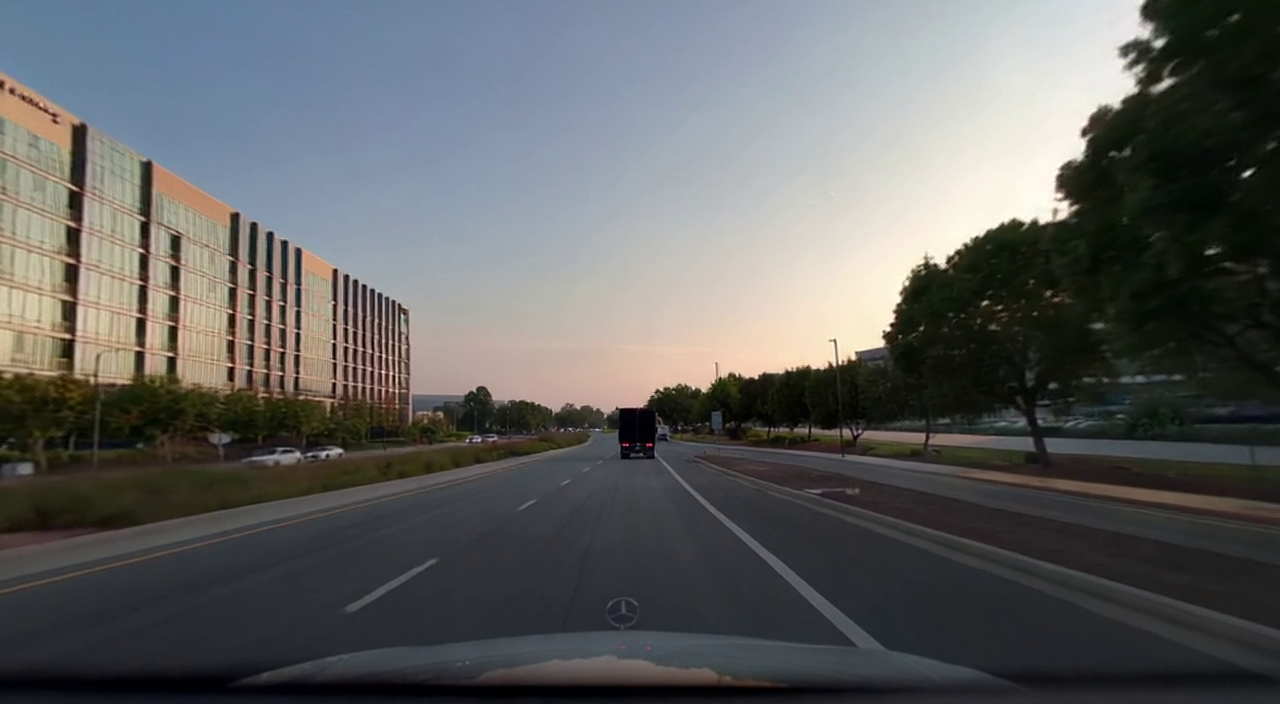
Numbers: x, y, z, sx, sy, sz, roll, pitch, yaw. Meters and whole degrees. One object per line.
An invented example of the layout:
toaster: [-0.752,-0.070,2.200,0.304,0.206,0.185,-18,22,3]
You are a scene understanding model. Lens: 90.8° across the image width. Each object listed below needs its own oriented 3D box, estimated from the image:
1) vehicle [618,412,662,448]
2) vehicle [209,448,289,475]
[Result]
vehicle: [-0.078,4.381,34.776,2.178,1.829,4.932,1,-9,-3]
vehicle: [-23.805,6.660,38.704,1.904,1.514,4.667,0,-9,0]
